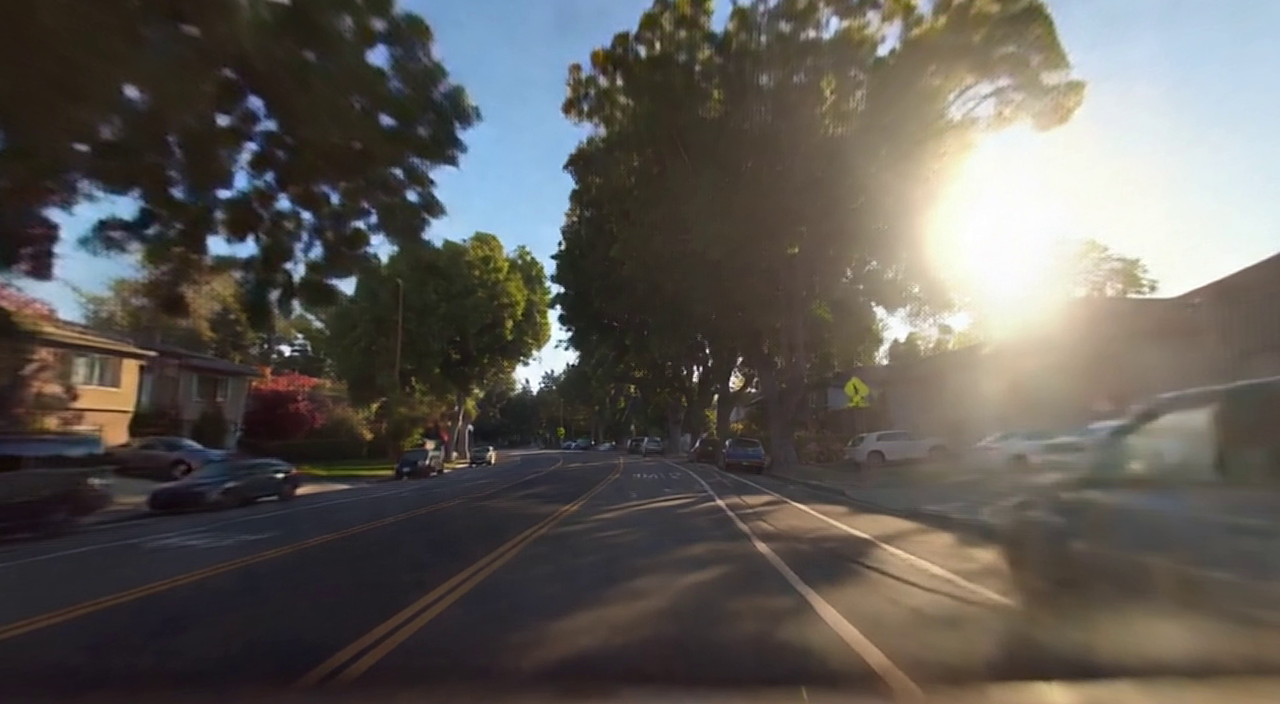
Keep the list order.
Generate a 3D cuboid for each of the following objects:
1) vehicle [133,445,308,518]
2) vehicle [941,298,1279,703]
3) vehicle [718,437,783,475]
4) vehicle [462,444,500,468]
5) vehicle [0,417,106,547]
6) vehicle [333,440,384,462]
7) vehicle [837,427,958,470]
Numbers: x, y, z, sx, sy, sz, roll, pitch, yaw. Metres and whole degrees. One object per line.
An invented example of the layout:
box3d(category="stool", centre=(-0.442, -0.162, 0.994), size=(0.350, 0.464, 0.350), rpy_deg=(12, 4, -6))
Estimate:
box3d(category="vehicle", centre=(-10.934, 3.417, 16.856), size=(1.967, 1.488, 4.216), rpy_deg=(-5, -10, -3))
box3d(category="vehicle", centre=(4.520, 0.934, 3.607), size=(2.574, 2.156, 6.672), rpy_deg=(3, -8, 2))
box3d(category="vehicle", centre=(5.794, 5.511, 33.875), size=(1.954, 1.732, 6.409), rpy_deg=(3, -8, -3))
box3d(category="vehicle", centre=(-11.961, 7.825, 47.600), size=(2.292, 1.499, 4.661), rpy_deg=(-3, -8, -9))
box3d(category="vehicle", centre=(-11.158, 1.995, 8.944), size=(2.450, 1.998, 5.367), rpy_deg=(-5, -9, 1))
box3d(category="vehicle", centre=(-19.701, 6.937, 44.265), size=(1.942, 1.464, 4.537), rpy_deg=(1, -9, -7))
box3d(category="vehicle", centre=(12.375, 4.646, 30.436), size=(4.882, 1.766, 2.040), rpy_deg=(-2, -8, -2))
